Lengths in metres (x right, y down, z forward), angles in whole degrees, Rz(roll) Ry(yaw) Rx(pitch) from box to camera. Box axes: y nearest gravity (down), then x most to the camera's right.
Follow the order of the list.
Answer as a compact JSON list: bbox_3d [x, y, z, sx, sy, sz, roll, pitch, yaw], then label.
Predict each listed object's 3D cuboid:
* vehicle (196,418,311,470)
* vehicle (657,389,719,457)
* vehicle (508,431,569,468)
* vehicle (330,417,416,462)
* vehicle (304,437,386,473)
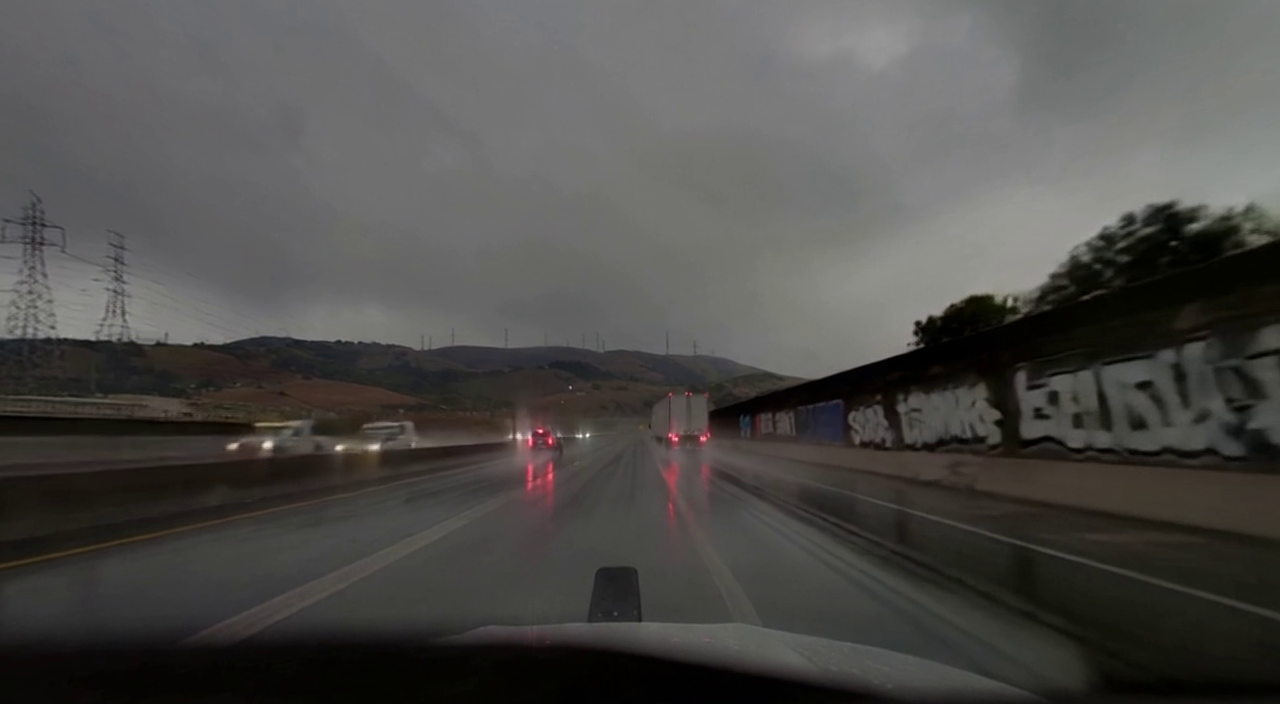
[{"bbox_3d":[-19.904,4.770,32.885,2.198,2.430,5.819,0,-8,0],"label":"vehicle"},{"bbox_3d":[2.887,4.800,41.442,3.060,3.842,11.095,0,-8,-1],"label":"vehicle"},{"bbox_3d":[-4.389,4.282,27.942,1.965,1.486,4.448,0,-8,0],"label":"vehicle"},{"bbox_3d":[-15.887,5.289,38.076,2.230,2.477,6.722,0,-8,0],"label":"vehicle"},{"bbox_3d":[-11.941,4.162,25.723,1.683,1.377,3.452,0,-8,-1],"label":"vehicle"}]
